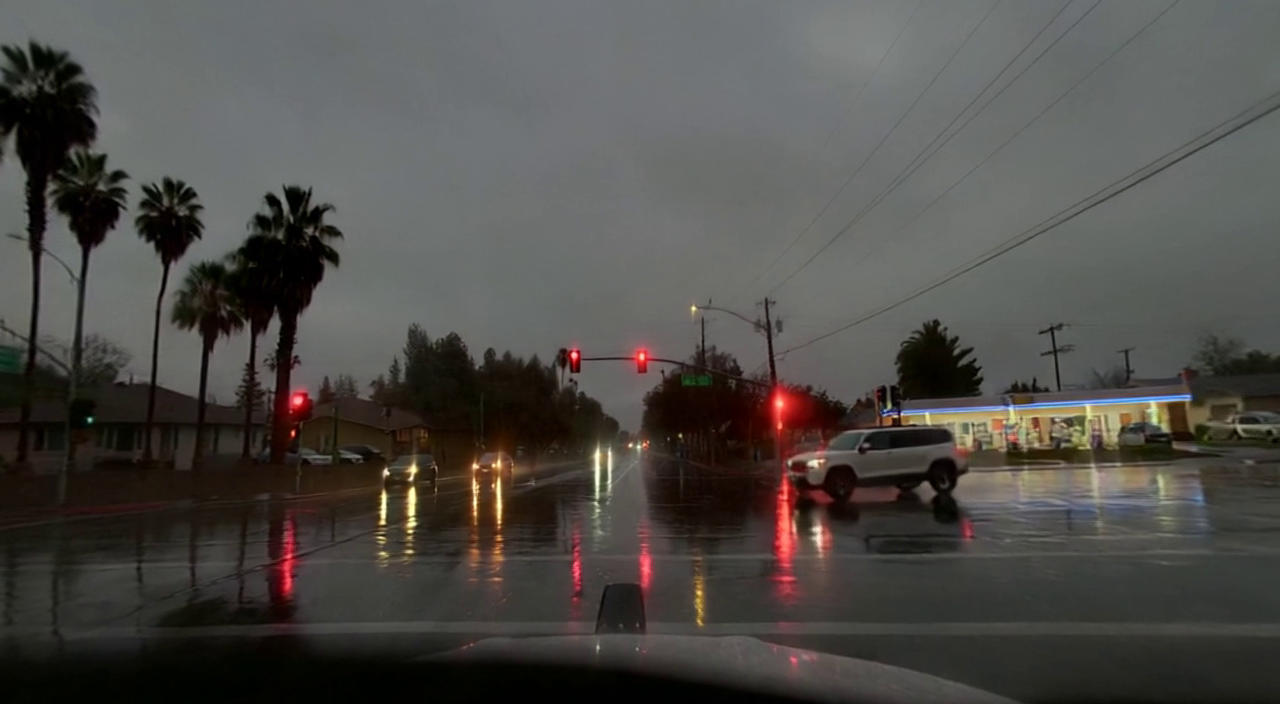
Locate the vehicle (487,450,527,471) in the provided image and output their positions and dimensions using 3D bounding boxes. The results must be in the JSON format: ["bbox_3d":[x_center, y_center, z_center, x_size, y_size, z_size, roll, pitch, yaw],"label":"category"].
[{"bbox_3d":[-9.973,8.162,47.602,2.085,1.451,4.311,0,-9,0],"label":"vehicle"}]

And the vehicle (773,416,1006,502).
[{"bbox_3d":[5.990,2.544,15.286,5.086,1.817,1.952,3,-9,-18],"label":"vehicle"}]

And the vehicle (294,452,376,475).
[{"bbox_3d":[-20.949,7.677,43.512,4.672,1.469,1.816,-1,-9,-2],"label":"vehicle"}]

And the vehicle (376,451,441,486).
[{"bbox_3d":[-13.052,6.556,35.943,2.009,1.777,4.559,0,-9,-1],"label":"vehicle"}]

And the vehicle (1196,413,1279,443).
[{"bbox_3d":[38.297,4.793,39.969,4.488,1.447,1.765,-5,-8,-1],"label":"vehicle"}]
